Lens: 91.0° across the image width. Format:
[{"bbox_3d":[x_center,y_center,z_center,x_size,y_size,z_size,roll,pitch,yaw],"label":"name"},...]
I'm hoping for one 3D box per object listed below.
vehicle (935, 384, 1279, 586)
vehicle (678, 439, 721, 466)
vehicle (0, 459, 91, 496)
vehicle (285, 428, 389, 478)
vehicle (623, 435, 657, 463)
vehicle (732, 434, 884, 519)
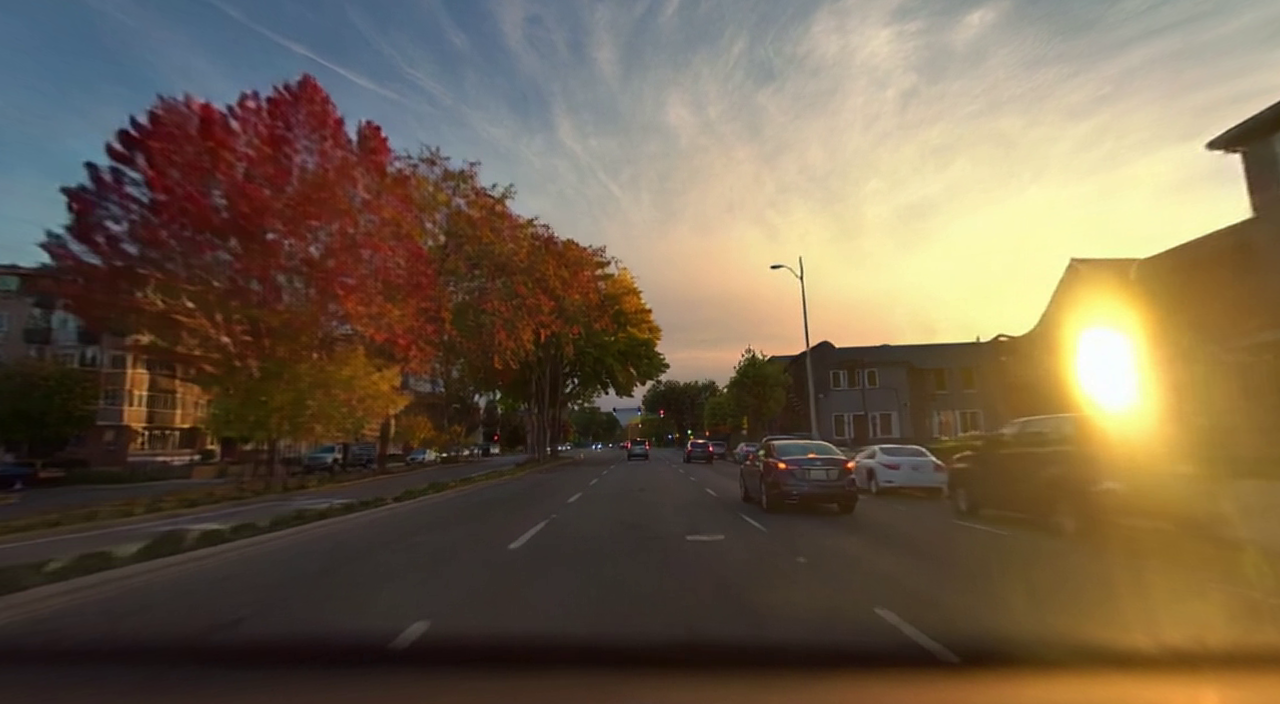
[{"bbox_3d":[6.841,1.713,9.059,2.378,1.946,5.826,0,-8,0],"label":"vehicle"},{"bbox_3d":[3.560,6.131,38.556,2.178,1.546,4.311,0,-8,0],"label":"vehicle"},{"bbox_3d":[-30.530,6.232,31.449,4.370,1.725,2.052,-1,-9,5],"label":"vehicle"},{"bbox_3d":[-22.271,7.495,47.115,2.961,3.271,9.547,0,-9,1],"label":"vehicle"},{"bbox_3d":[0.015,6.713,43.636,2.239,1.856,4.815,0,-8,0],"label":"vehicle"},{"bbox_3d":[3.349,2.572,13.604,1.977,1.498,4.521,0,-8,-1],"label":"vehicle"}]
